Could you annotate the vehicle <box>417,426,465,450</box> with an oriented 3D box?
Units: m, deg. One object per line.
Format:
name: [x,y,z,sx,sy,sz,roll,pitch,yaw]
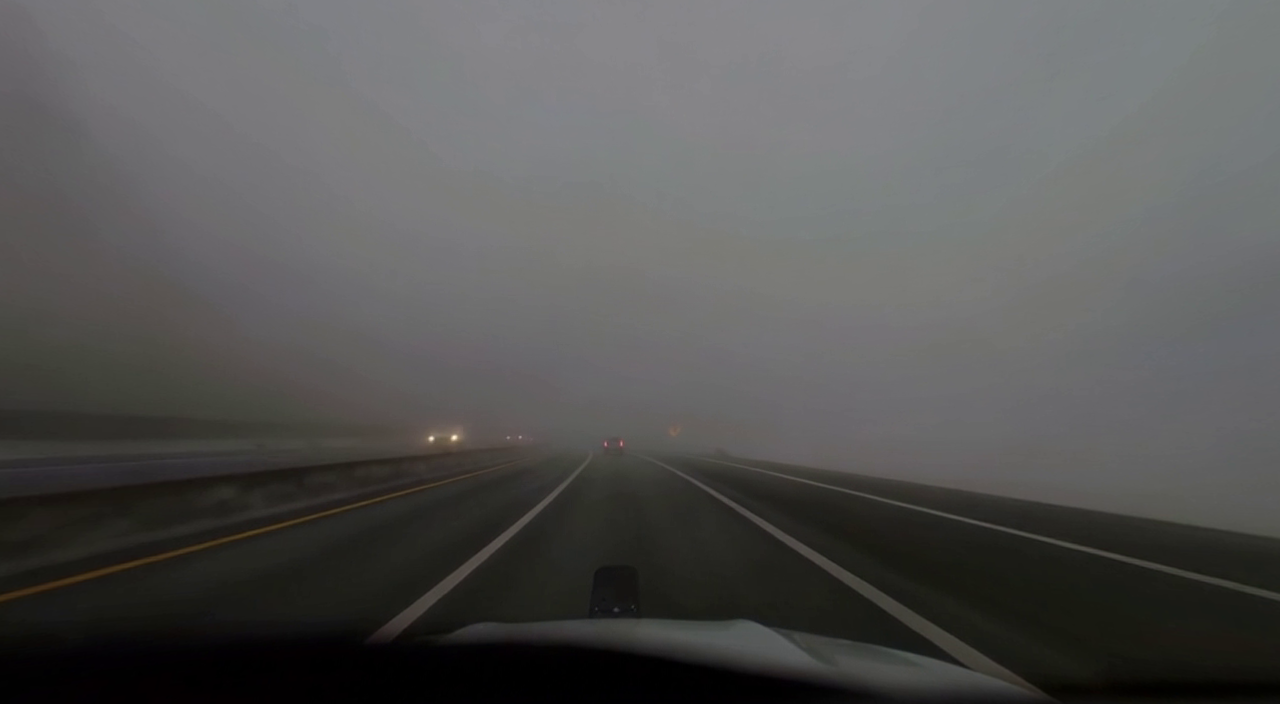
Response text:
vehicle: [-14.023,6.108,44.706,2.117,1.595,4.463,0,-8,-3]
